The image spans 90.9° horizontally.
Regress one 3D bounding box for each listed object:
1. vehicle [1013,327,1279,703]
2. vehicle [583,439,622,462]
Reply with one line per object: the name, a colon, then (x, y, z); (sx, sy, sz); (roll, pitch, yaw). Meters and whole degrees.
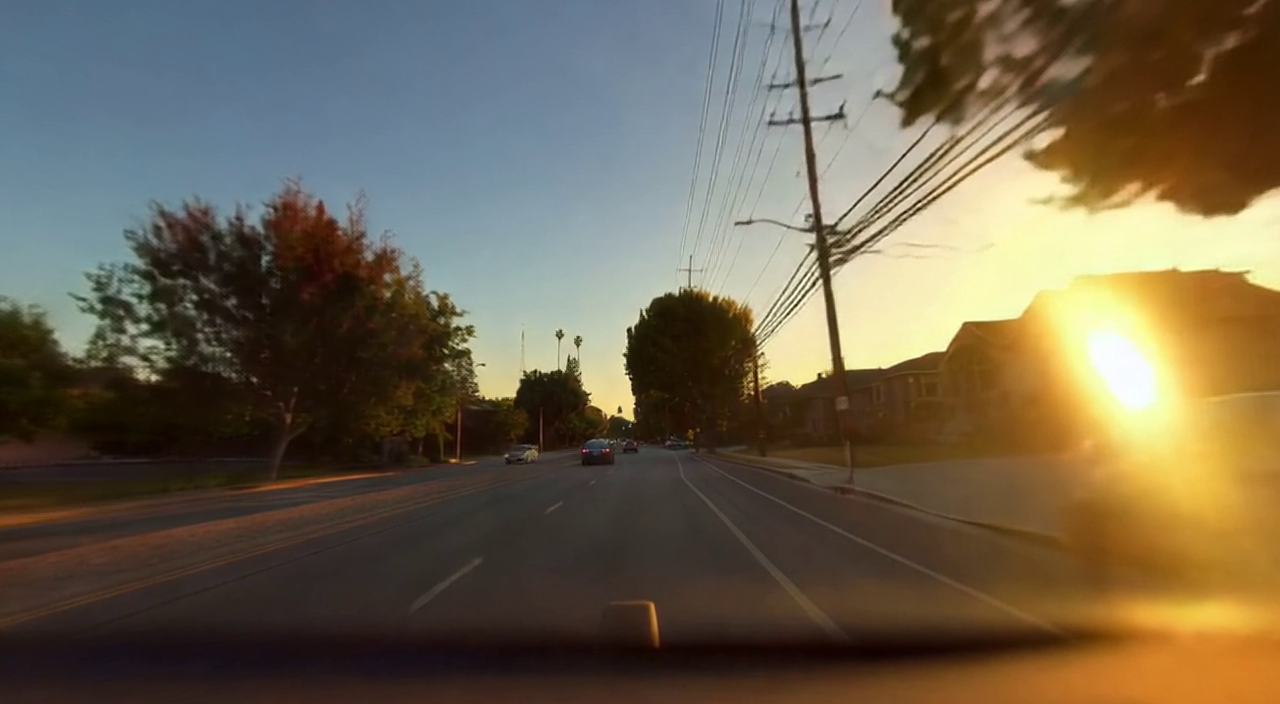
vehicle: (4.316, 0.728, 2.426); (2.336, 1.885, 5.298); (0, -8, -2)
vehicle: (-2.476, 6.576, 42.230); (2.084, 1.466, 4.522); (-1, -8, 3)
